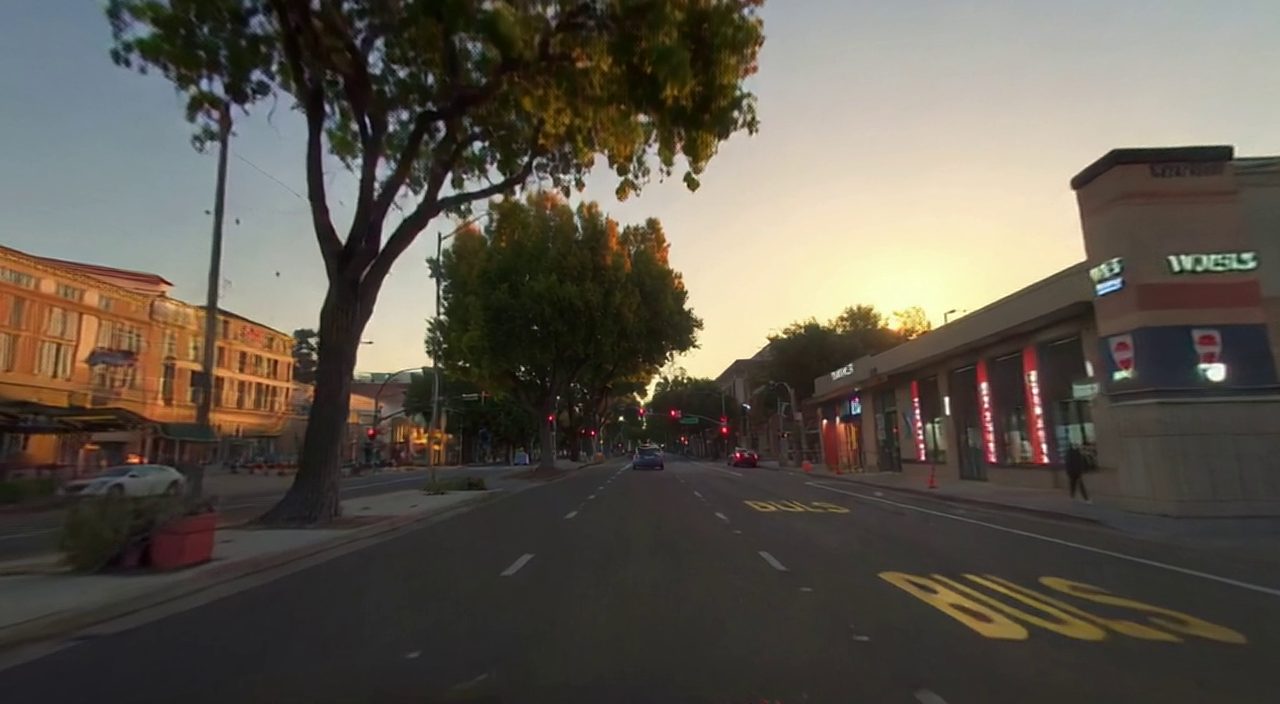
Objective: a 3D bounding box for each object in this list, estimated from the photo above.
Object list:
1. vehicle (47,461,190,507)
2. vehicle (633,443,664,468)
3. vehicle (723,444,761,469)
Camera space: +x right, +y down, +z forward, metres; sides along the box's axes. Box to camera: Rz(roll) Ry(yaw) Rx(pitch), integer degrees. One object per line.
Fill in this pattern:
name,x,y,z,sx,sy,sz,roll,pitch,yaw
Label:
vehicle,-20.410,5.143,25.015,1.840,1.440,4.442,-3,-9,1
vehicle,0.672,7.826,48.049,2.223,1.775,4.250,-1,-8,1
vehicle,7.855,8.047,49.003,1.987,1.772,4.749,0,-8,-2
